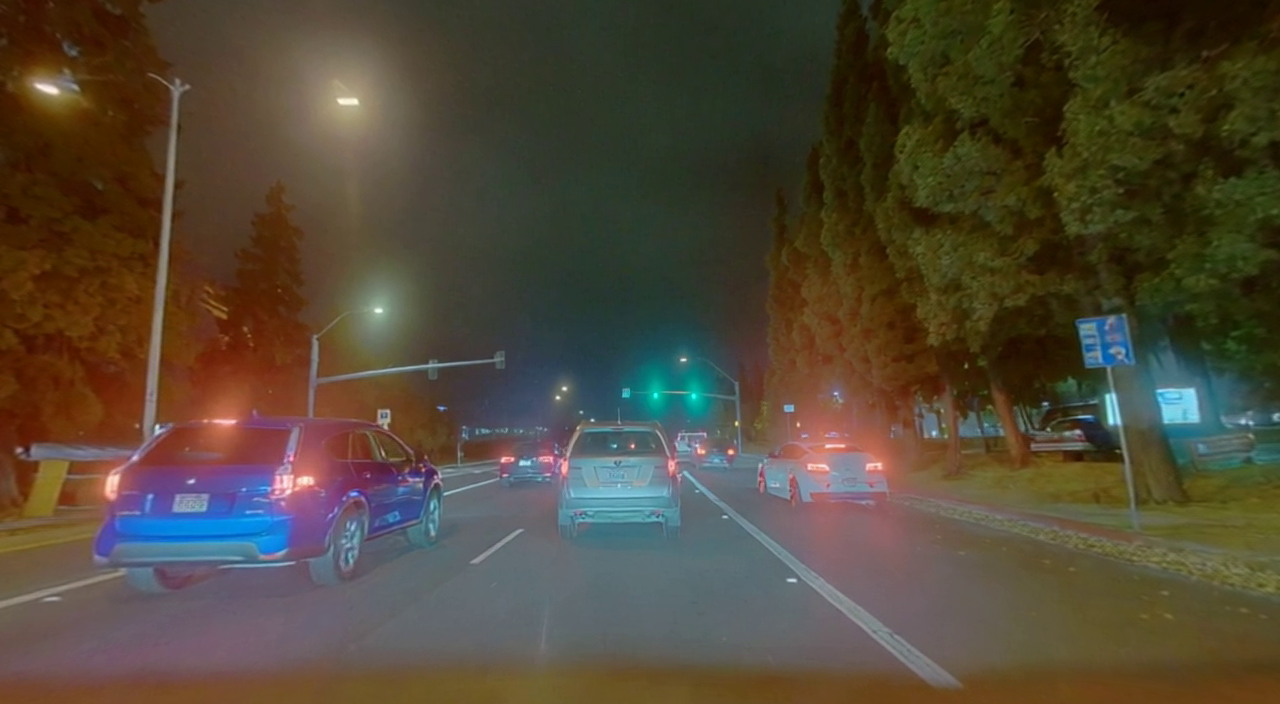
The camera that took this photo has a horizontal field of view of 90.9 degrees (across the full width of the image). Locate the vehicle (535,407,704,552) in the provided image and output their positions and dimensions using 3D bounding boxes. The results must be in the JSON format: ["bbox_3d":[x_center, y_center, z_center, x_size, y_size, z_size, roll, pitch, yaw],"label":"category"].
[{"bbox_3d":[-0.250,1.939,10.252,2.132,1.816,4.471,0,-8,0],"label":"vehicle"}]

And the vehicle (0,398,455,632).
[{"bbox_3d":[-3.702,1.514,6.839,2.039,1.709,4.265,0,-8,1],"label":"vehicle"}]

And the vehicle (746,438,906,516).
[{"bbox_3d":[4.010,2.770,14.588,2.036,1.480,4.659,0,-8,-4],"label":"vehicle"}]

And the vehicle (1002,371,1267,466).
[{"bbox_3d":[17.855,2.481,23.138,7.314,3.230,2.680,0,-8,-1],"label":"vehicle"}]

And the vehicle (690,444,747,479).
[{"bbox_3d":[3.486,4.943,28.848,1.996,1.443,4.270,0,-8,-1],"label":"vehicle"}]

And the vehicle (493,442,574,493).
[{"bbox_3d":[-3.395,3.750,20.904,1.897,1.479,4.204,0,-8,1],"label":"vehicle"}]
